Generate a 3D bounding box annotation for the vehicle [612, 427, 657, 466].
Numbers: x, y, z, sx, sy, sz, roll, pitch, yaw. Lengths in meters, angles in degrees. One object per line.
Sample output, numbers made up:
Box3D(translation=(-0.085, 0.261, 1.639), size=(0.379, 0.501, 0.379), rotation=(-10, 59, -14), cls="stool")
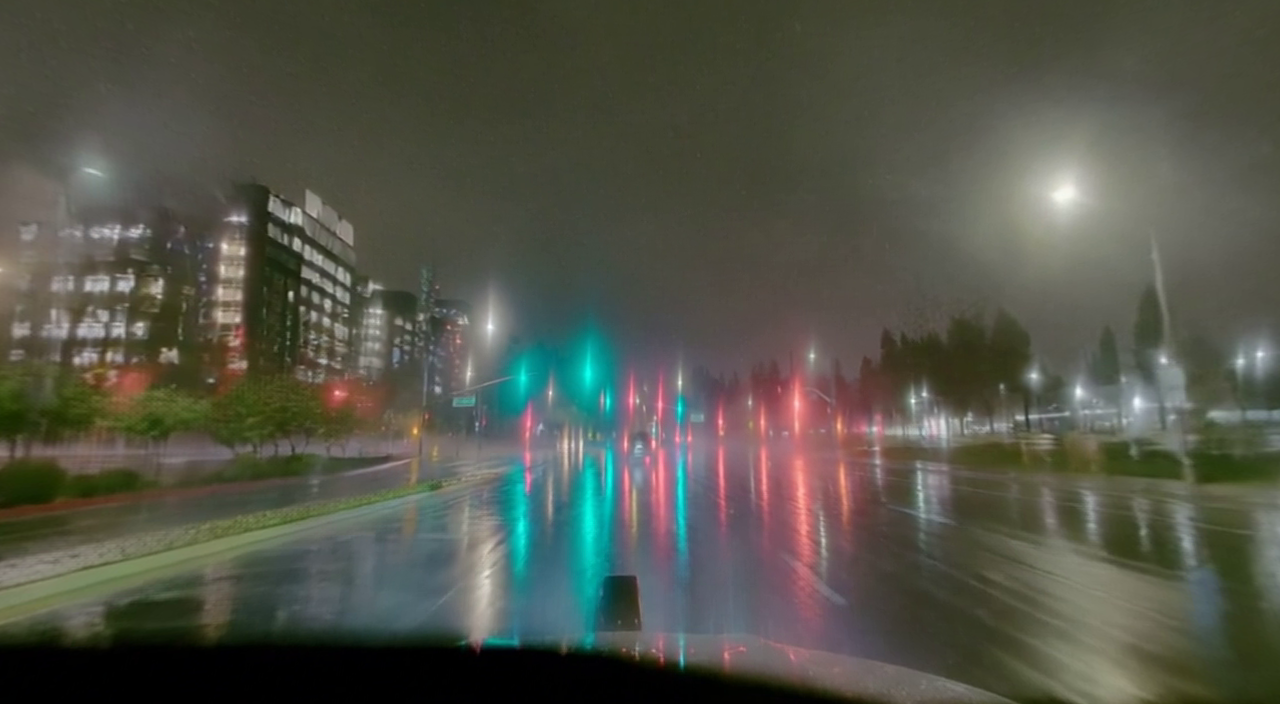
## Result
Box3D(translation=(-0.299, 5.074, 34.017), size=(2.267, 1.926, 4.708), rotation=(0, -9, -1), cls="vehicle")
